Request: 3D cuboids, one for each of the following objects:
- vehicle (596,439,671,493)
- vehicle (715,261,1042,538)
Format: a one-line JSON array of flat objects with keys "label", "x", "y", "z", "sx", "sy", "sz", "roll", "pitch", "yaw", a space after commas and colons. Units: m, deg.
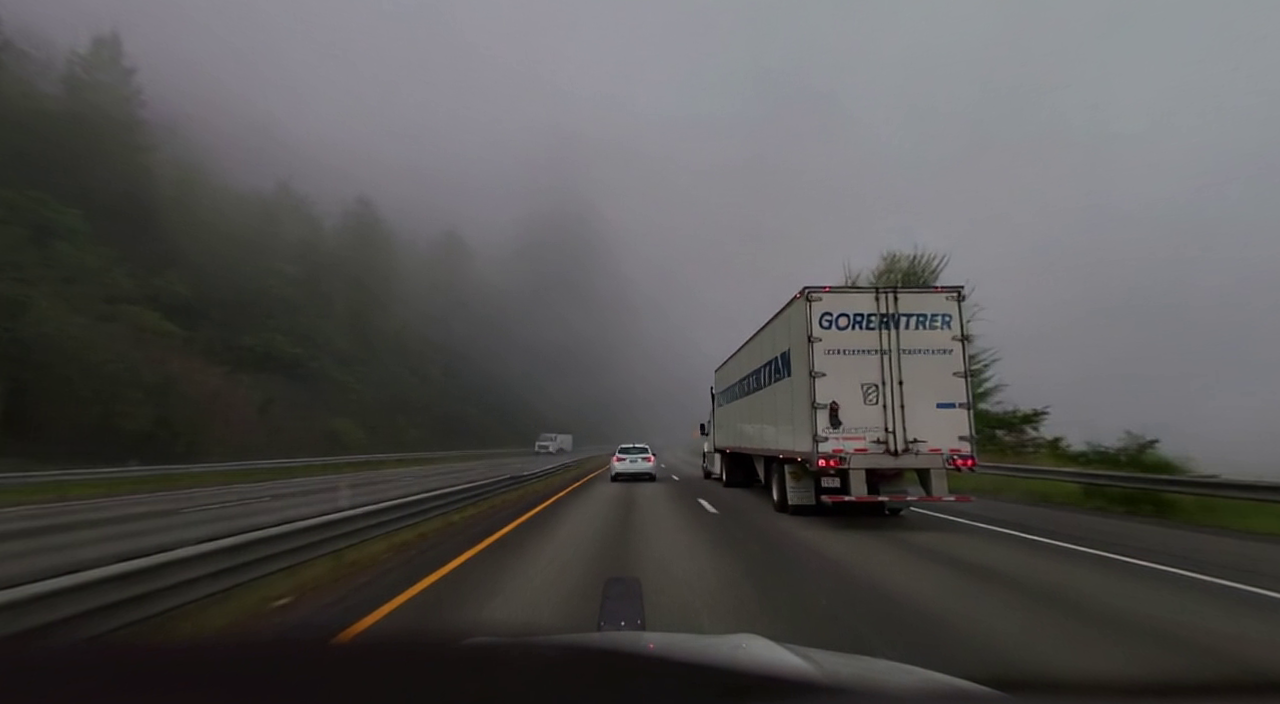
[{"label": "vehicle", "x": -0.180, "y": 3.481, "z": 19.522, "sx": 2.074, "sy": 1.475, "sz": 3.960, "roll": 0, "pitch": -9, "yaw": 0}, {"label": "vehicle", "x": 4.273, "y": 1.756, "z": 16.410, "sx": 2.909, "sy": 4.074, "sz": 14.457, "roll": 0, "pitch": -9, "yaw": 0}]
